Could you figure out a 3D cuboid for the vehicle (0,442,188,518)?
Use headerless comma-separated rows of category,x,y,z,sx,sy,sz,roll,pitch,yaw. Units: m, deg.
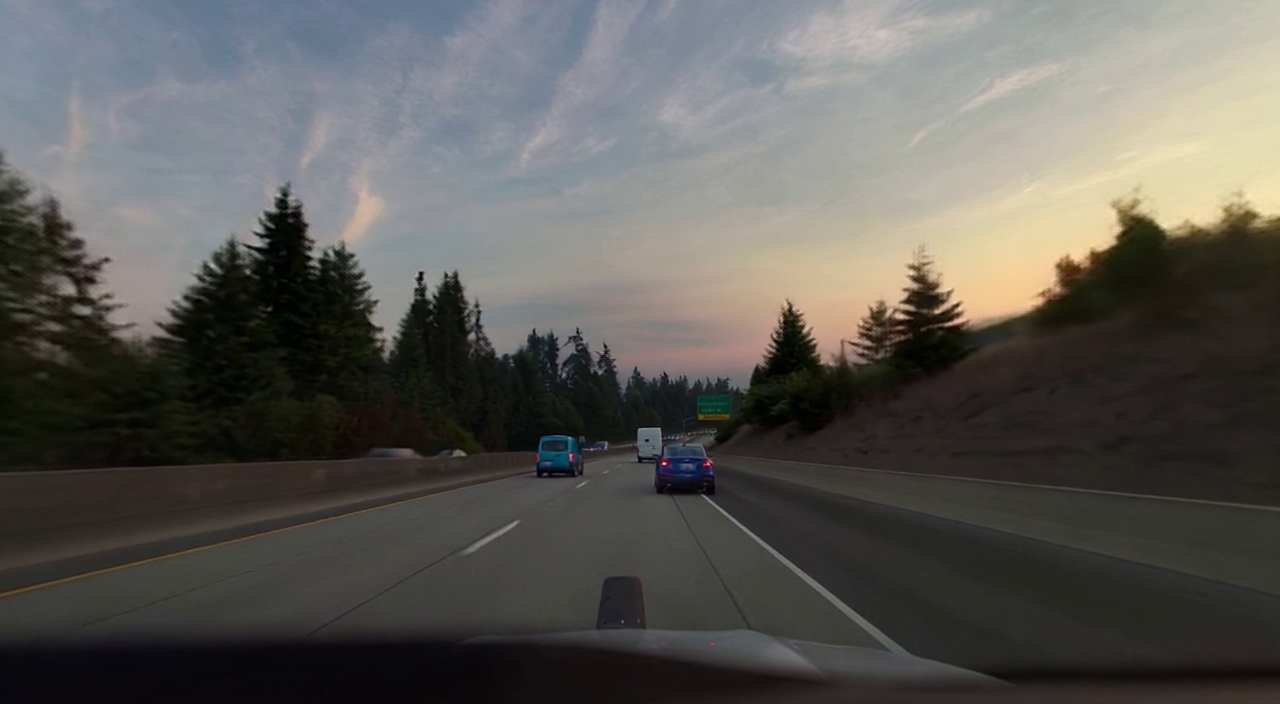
vehicle,-17.046,3.029,14.854,3.321,1.795,12.707,0,-9,1

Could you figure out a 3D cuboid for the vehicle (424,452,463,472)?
vehicle,-15.312,8.555,49.272,1.756,1.428,3.699,-1,-9,2

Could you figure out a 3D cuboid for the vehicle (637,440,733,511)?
vehicle,0.947,2.896,15.222,2.012,1.485,3.649,0,-9,0

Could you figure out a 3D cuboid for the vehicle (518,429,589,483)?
vehicle,-3.541,4.414,26.887,2.217,2.033,4.975,0,-9,2

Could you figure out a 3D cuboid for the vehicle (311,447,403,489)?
vehicle,-12.165,4.994,27.452,1.841,1.628,4.458,0,-9,2
